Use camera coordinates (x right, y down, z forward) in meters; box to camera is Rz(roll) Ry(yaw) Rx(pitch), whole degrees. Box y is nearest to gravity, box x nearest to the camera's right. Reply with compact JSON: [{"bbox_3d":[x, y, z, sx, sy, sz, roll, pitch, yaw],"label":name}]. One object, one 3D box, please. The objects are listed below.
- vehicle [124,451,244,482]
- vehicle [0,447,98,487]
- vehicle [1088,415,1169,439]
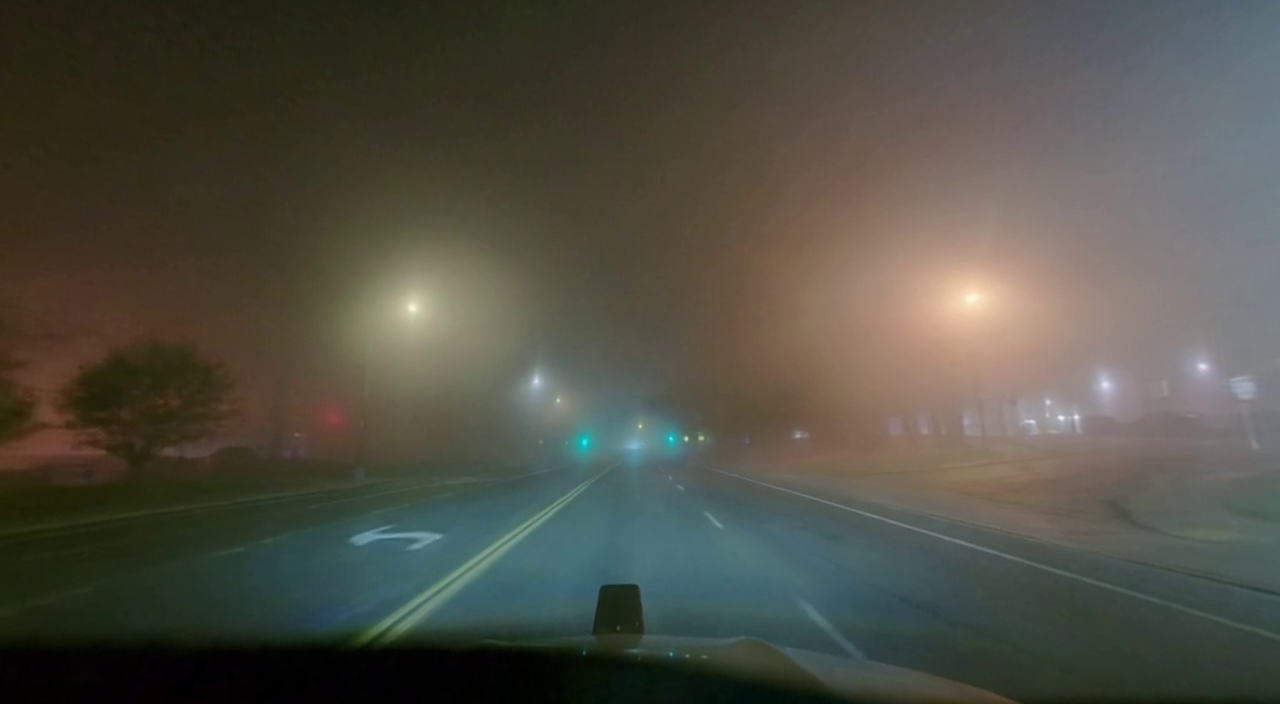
[{"bbox_3d":[-23.265,5.857,32.358,4.686,1.495,1.879,0,-9,1],"label":"vehicle"},{"bbox_3d":[-28.397,5.293,29.277,4.626,1.753,2.054,0,-9,1],"label":"vehicle"},{"bbox_3d":[32.503,5.039,42.094,3.904,1.508,1.724,0,-9,1],"label":"vehicle"}]
